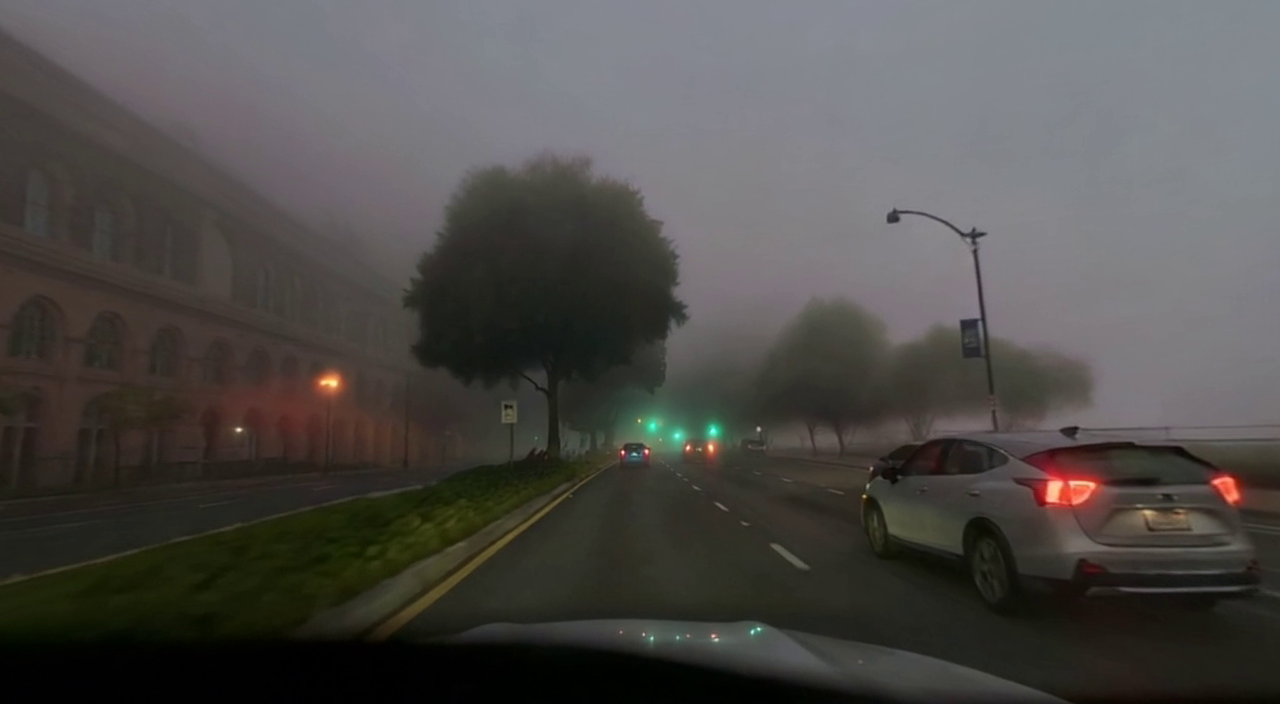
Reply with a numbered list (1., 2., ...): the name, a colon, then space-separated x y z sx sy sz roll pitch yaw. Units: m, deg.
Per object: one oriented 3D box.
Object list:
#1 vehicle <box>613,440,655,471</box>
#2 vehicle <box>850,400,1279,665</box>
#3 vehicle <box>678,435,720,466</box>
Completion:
1. vehicle: -0.327 5.365 33.002 2.054 1.446 3.969 0 -8 -1
2. vehicle: 3.555 1.334 5.713 1.937 1.538 3.832 0 -8 -1
3. vehicle: 3.480 5.931 38.315 2.036 1.757 4.300 0 -8 -1
